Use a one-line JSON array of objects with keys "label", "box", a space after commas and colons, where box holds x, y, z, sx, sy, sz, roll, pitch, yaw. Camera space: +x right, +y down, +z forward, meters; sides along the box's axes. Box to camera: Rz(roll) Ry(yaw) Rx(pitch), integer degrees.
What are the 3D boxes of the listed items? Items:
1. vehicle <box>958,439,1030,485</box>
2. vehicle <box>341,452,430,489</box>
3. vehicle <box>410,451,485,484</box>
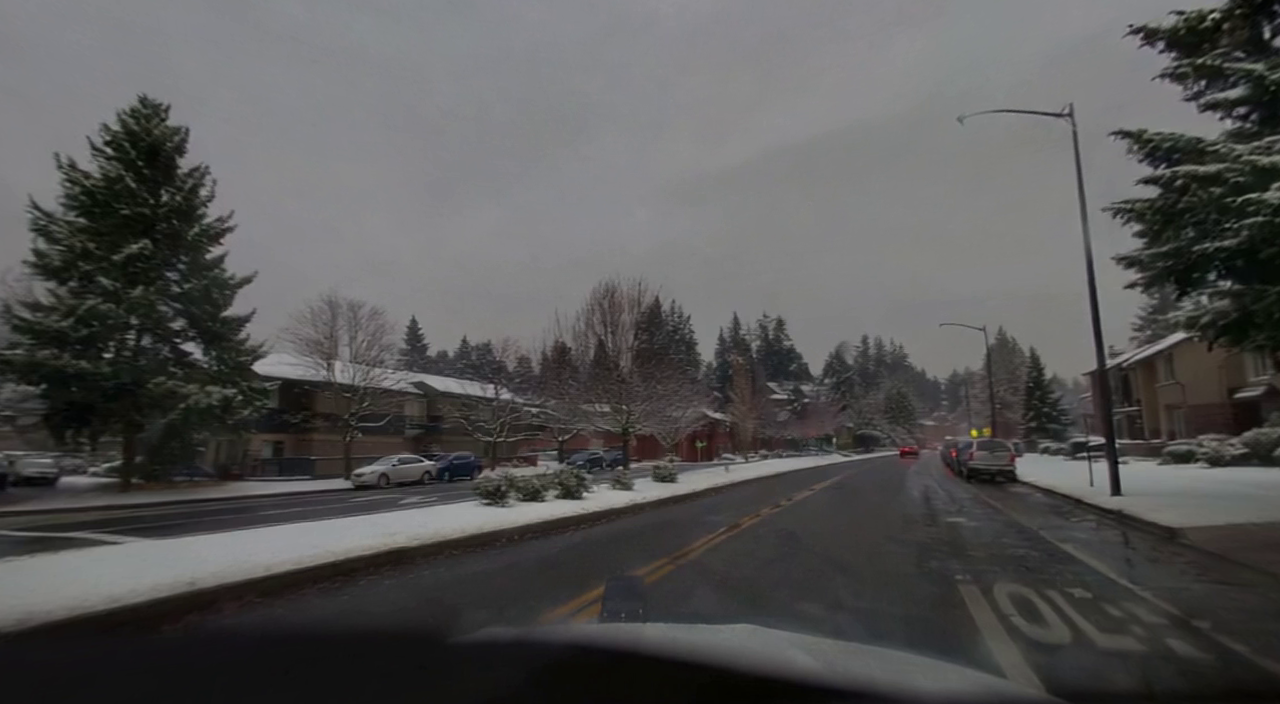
[{"label": "vehicle", "box": [13.959, 4.323, 25.098, 2.011, 1.649, 4.001, -4, -9, 23]}, {"label": "vehicle", "box": [-13.125, 6.115, 32.844, 1.809, 1.677, 4.253, -3, -9, 21]}, {"label": "vehicle", "box": [-11.344, 6.785, 37.390, 1.886, 1.777, 4.273, -4, -9, 23]}]
